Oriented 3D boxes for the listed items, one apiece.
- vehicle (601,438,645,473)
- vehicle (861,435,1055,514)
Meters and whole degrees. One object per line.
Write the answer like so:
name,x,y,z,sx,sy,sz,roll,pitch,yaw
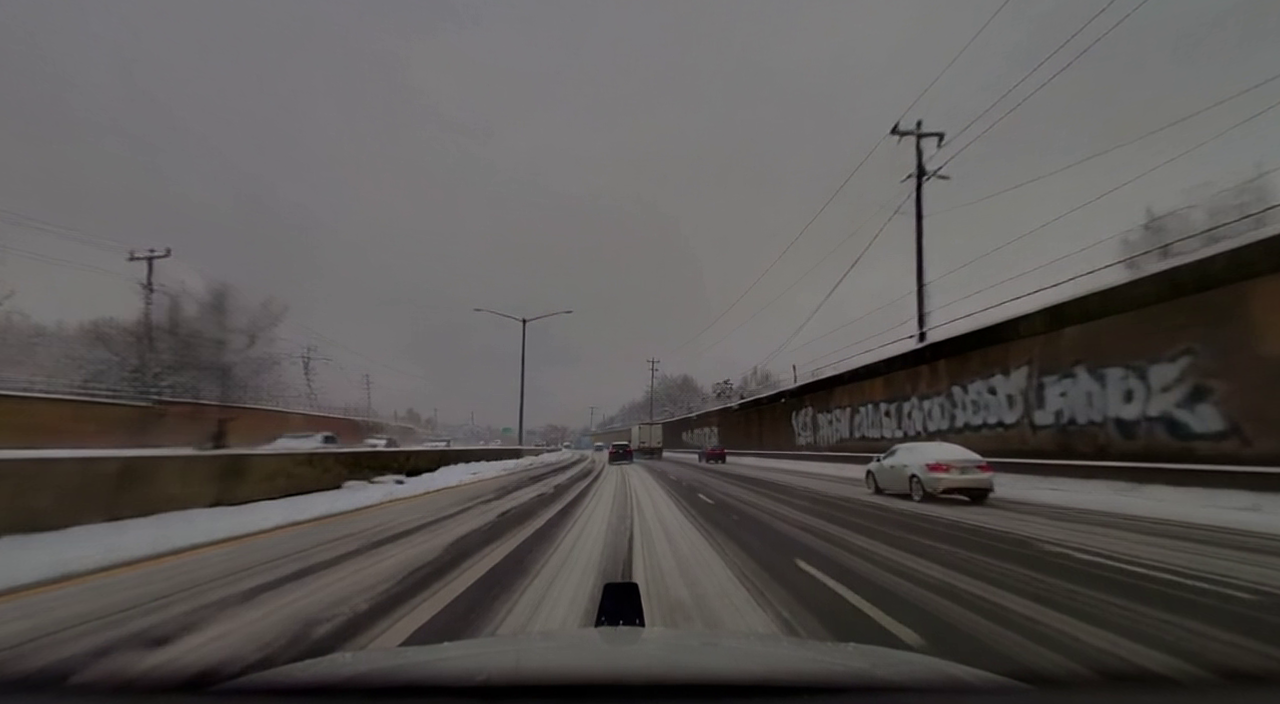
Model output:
vehicle,-0.898,5.416,33.195,2.191,1.685,3.353,0,-9,-2
vehicle,7.088,2.769,14.805,2.032,1.525,4.631,0,-9,-2
